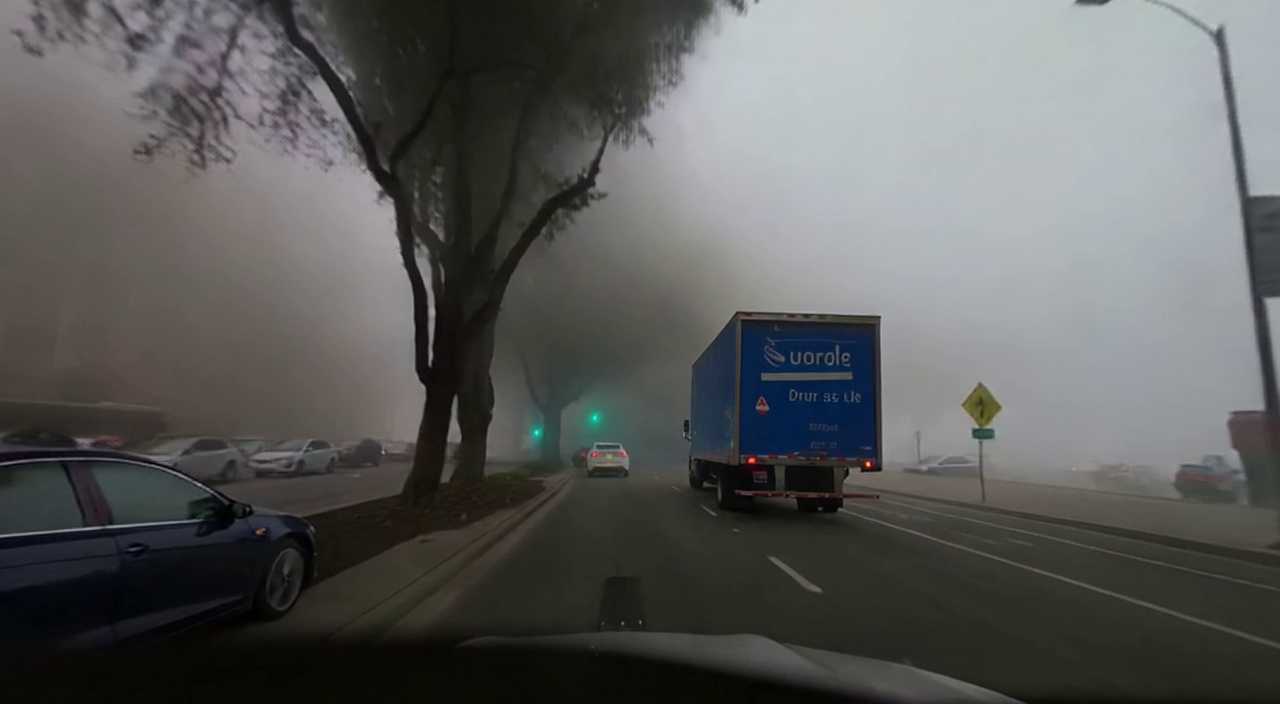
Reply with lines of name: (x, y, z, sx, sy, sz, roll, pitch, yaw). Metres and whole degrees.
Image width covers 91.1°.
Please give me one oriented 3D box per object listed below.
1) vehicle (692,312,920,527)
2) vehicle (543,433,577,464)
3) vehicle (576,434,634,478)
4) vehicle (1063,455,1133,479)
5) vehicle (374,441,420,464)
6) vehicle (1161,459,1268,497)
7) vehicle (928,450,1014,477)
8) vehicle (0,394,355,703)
vehicle: (3.141, 1.735, 14.892, 2.905, 3.644, 8.441, 0, -9, -1)
vehicle: (-5.939, 7.268, 47.389, 2.269, 2.181, 5.787, 1, -9, -5)
vehicle: (-1.608, 4.659, 28.338, 2.388, 1.811, 4.455, 1, -9, -4)
vehicle: (34.161, 8.530, 46.797, 4.494, 1.612, 2.043, 3, -9, -22)
vehicle: (-17.829, 7.378, 46.272, 1.970, 1.644, 4.241, 1, -9, -4)
vehicle: (25.633, 5.559, 27.977, 4.391, 1.492, 1.972, 4, -10, -27)
vehicle: (20.046, 6.711, 38.012, 4.684, 1.477, 2.079, 4, -9, -23)
vehicle: (-3.577, 1.081, 3.535, 1.828, 1.515, 4.422, 0, -9, 0)
